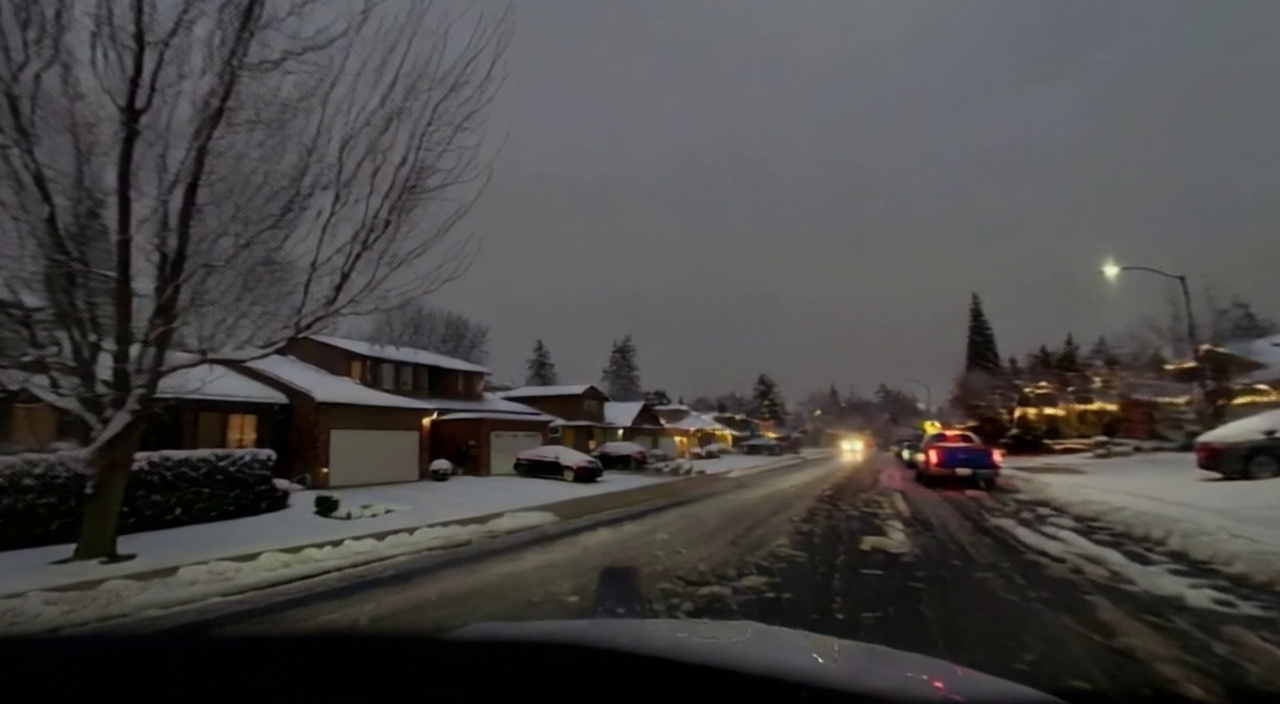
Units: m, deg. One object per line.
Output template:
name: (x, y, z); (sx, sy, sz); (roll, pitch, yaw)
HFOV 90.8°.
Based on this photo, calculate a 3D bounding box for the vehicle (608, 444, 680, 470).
vehicle: (0.260, 6.791, 40.970); (4.319, 1.605, 1.770); (-3, -9, 16)

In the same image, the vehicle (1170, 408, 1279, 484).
vehicle: (14.185, 1.966, 13.369); (3.984, 1.515, 1.903); (-2, -8, 11)

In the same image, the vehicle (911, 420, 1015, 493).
vehicle: (10.354, 3.340, 20.661); (2.552, 2.024, 5.414); (-4, -9, 23)

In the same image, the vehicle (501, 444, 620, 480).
vehicle: (-3.516, 4.831, 27.938); (4.916, 1.485, 1.807); (-3, -9, 18)
